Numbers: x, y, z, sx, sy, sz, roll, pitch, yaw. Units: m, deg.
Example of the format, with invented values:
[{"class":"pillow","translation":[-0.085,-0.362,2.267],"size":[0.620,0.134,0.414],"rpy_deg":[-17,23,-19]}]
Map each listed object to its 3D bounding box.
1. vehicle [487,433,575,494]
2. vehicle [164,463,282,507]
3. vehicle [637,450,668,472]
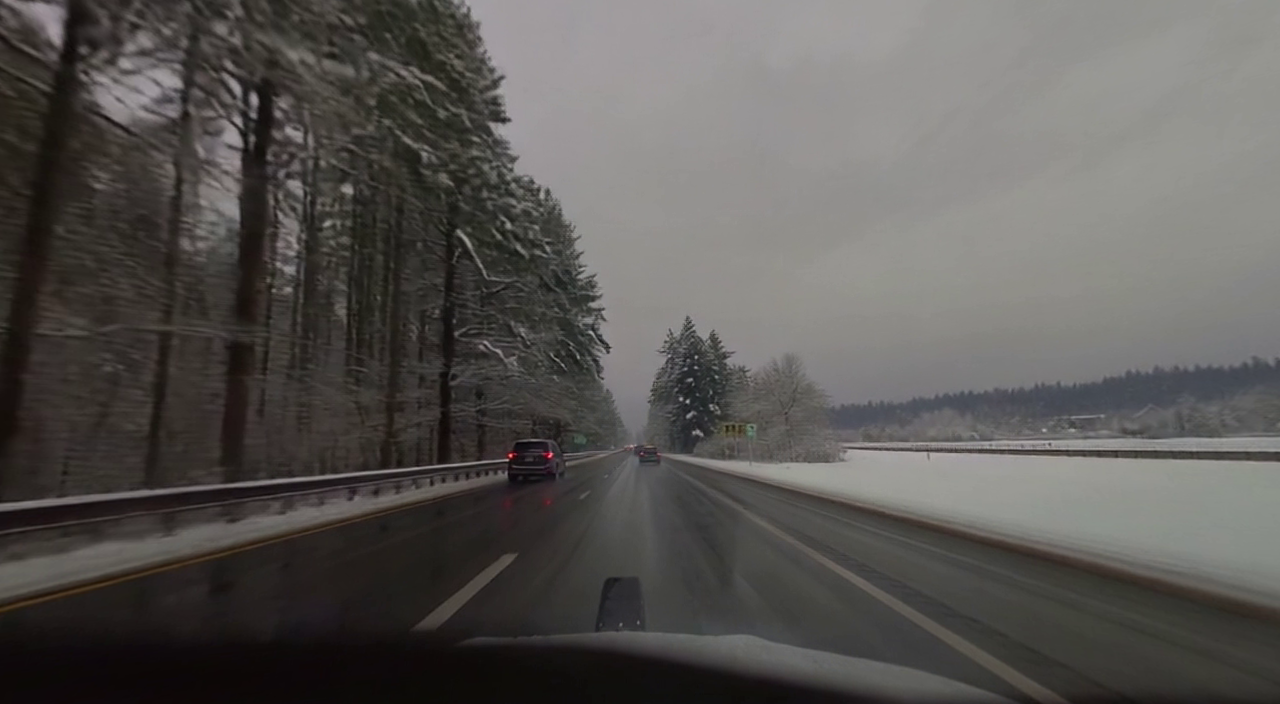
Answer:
[{"class":"vehicle","translation":[-3.943,4.155,23.949],"size":[2.418,2.049,4.930],"rpy_deg":[0,-9,0]},{"class":"vehicle","translation":[-16.200,5.148,24.785],"size":[1.720,1.440,4.098],"rpy_deg":[0,-9,1]},{"class":"vehicle","translation":[0.833,7.588,44.198],"size":[2.046,1.452,4.407],"rpy_deg":[0,-9,0]}]
